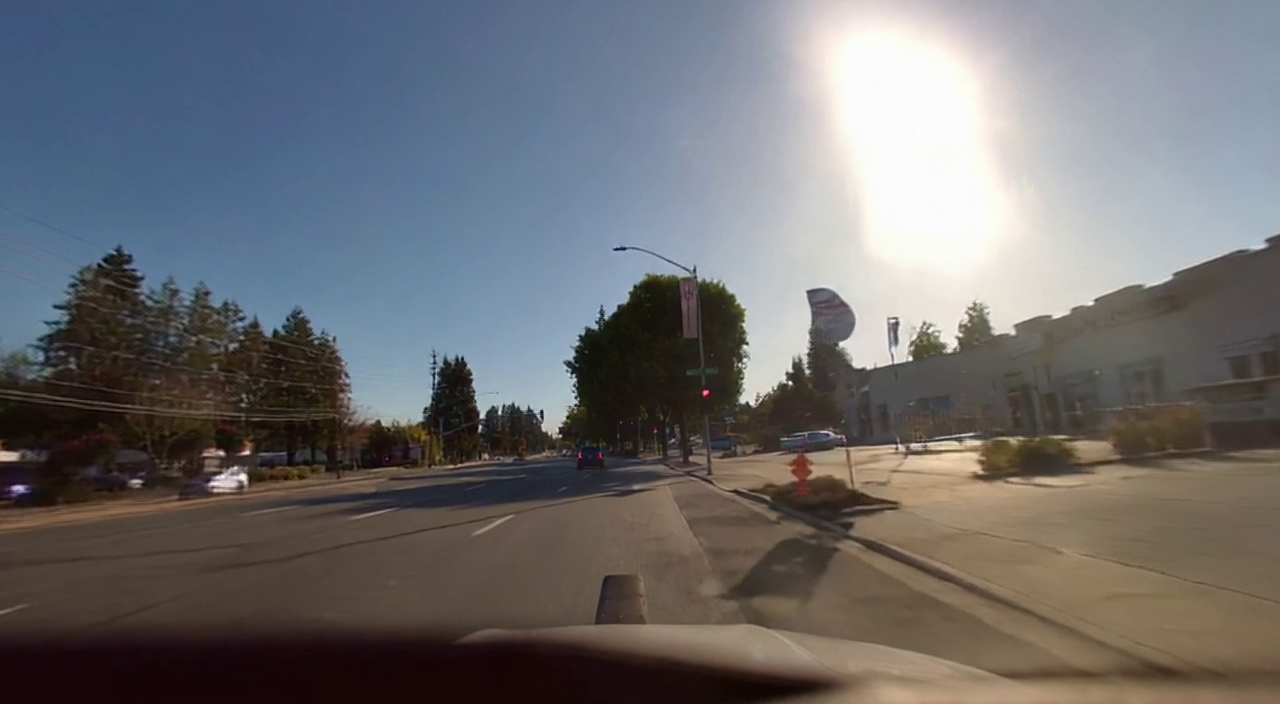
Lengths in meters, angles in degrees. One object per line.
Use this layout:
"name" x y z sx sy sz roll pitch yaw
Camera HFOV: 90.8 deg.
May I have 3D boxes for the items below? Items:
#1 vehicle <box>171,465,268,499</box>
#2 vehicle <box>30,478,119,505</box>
"vehicle" -22.550 6.941 34.142 2.127 1.538 4.558 0 -8 0
"vehicle" -39.341 9.706 44.104 1.992 1.453 4.696 0 -8 -2
